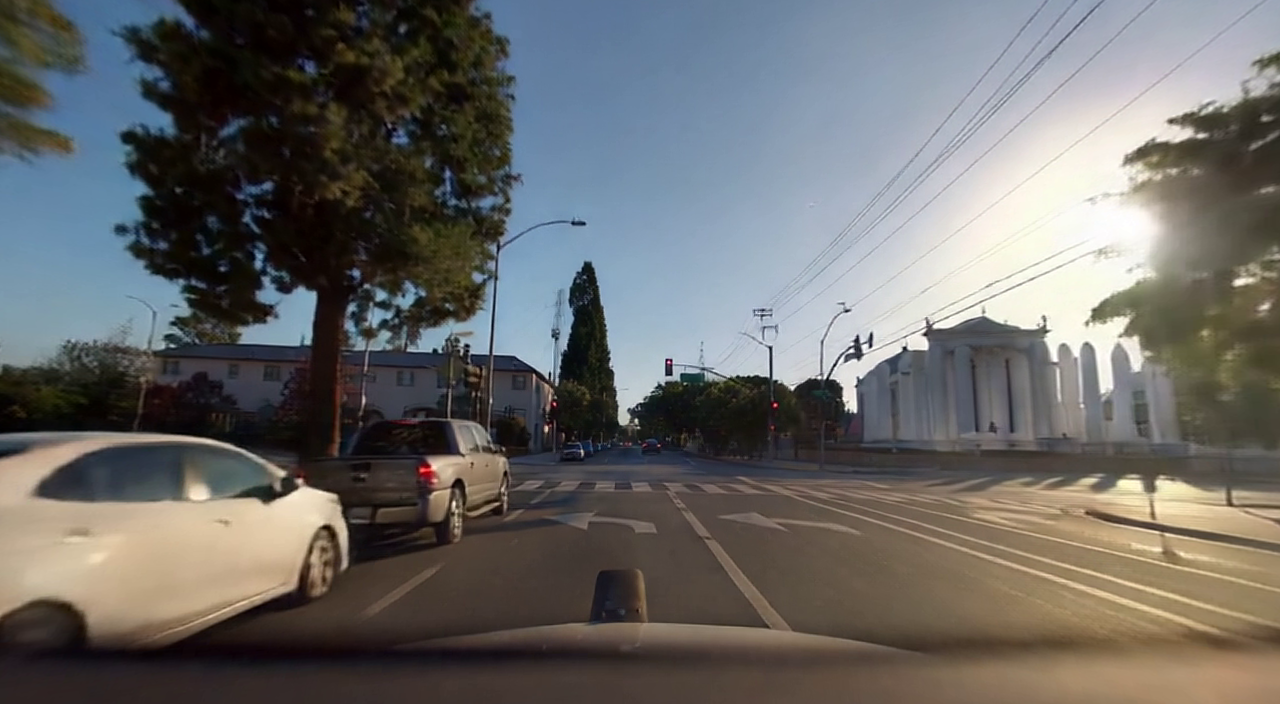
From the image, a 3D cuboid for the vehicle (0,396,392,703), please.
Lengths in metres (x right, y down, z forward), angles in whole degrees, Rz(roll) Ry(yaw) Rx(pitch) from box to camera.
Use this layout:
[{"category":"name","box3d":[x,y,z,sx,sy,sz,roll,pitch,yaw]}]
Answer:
[{"category":"vehicle","box3d":[-3.476,1.188,4.084,1.855,1.534,4.644,0,-9,0]}]
